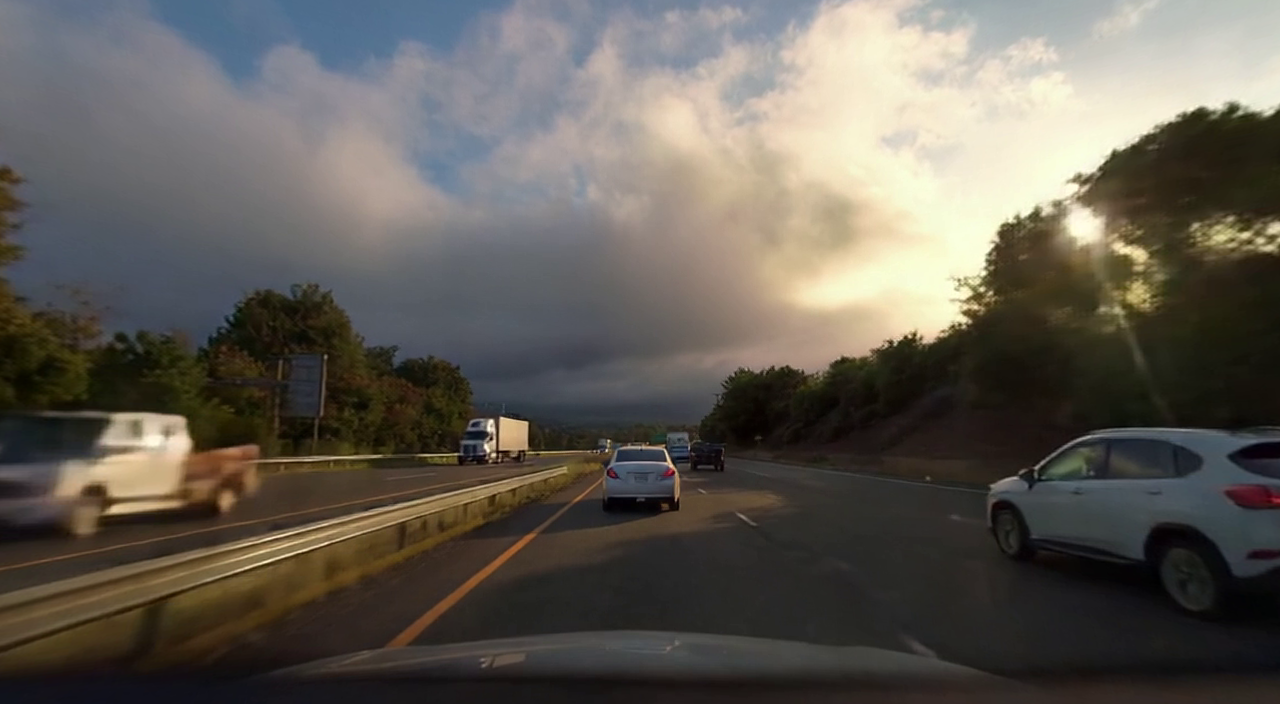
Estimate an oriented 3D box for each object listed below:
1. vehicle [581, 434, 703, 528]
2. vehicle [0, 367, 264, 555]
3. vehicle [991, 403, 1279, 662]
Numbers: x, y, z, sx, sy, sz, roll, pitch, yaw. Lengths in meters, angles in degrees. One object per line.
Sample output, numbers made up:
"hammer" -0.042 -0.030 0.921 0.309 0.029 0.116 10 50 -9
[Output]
"vehicle" 0.005 2.492 12.658 2.088 1.580 3.657 0 -9 -1
"vehicle" -9.551 1.849 11.073 2.512 2.475 5.406 0 -9 -1
"vehicle" 4.746 1.208 4.662 1.931 1.516 3.995 0 -9 0
